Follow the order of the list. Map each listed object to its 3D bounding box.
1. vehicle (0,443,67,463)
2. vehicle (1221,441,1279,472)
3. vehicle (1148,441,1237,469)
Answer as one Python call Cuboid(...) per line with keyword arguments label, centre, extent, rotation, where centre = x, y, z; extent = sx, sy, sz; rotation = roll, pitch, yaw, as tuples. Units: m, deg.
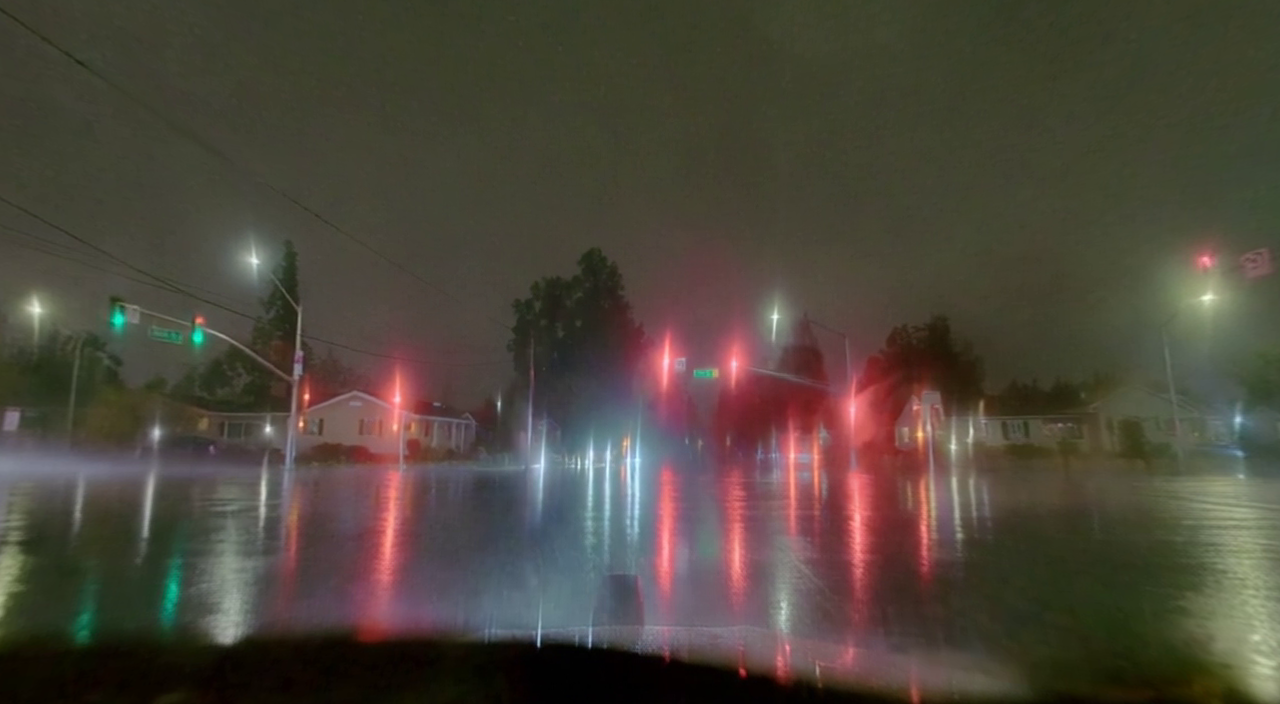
Cuboid(label="vehicle", centre=(-44.289, 7.286, 45.714), extent=(3.949, 1.422, 1.744), rotation=(0, -9, 2))
Cuboid(label="vehicle", centre=(37.583, 6.143, 37.268), extent=(1.915, 1.773, 4.499), rotation=(1, -9, -9))
Cuboid(label="vehicle", centre=(36.778, 6.854, 42.245), extent=(1.853, 1.723, 4.460), rotation=(0, -9, 0))
